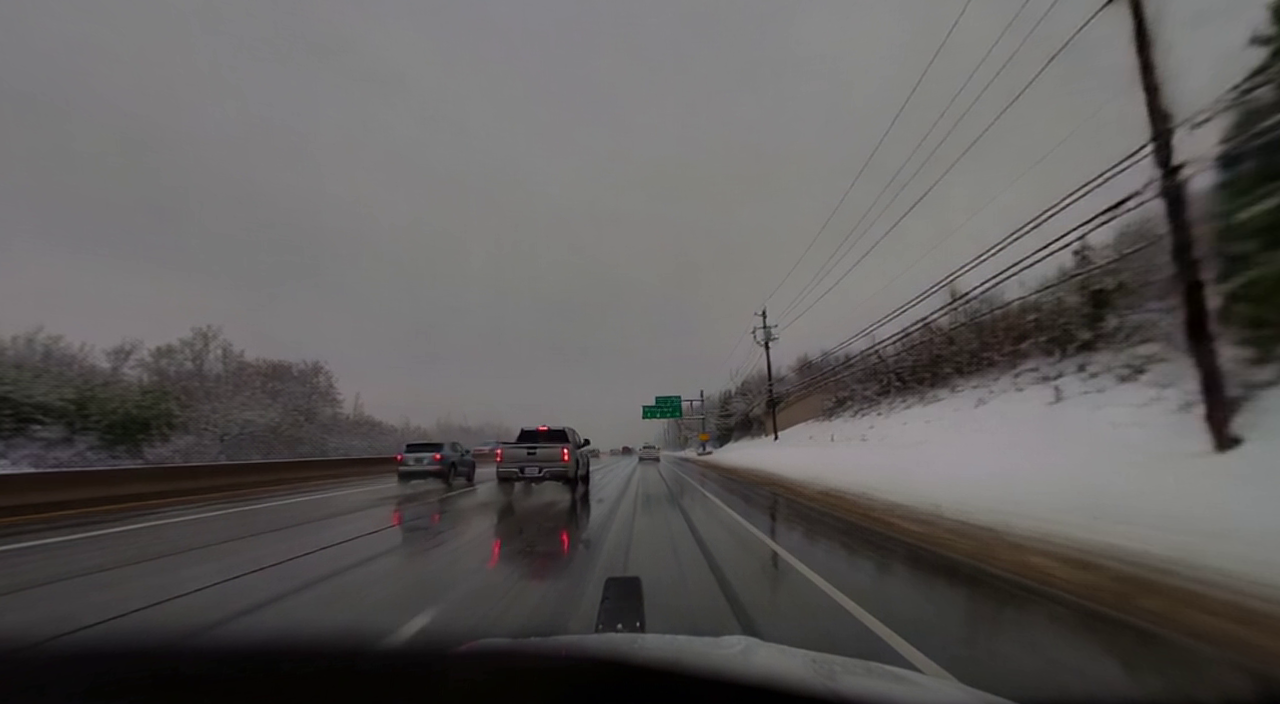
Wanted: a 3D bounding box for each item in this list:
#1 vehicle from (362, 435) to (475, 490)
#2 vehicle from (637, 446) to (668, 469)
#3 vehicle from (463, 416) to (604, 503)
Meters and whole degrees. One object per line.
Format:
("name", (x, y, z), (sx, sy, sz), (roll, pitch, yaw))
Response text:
("vehicle", (-7.487, 3.781, 21.952), (2.143, 1.688, 4.776), (0, -9, 1))
("vehicle", (0.802, 7.267, 43.456), (2.025, 1.485, 4.310), (0, -9, -1))
("vehicle", (-2.756, 3.070, 18.371), (2.972, 2.087, 6.126), (0, -9, 1))
